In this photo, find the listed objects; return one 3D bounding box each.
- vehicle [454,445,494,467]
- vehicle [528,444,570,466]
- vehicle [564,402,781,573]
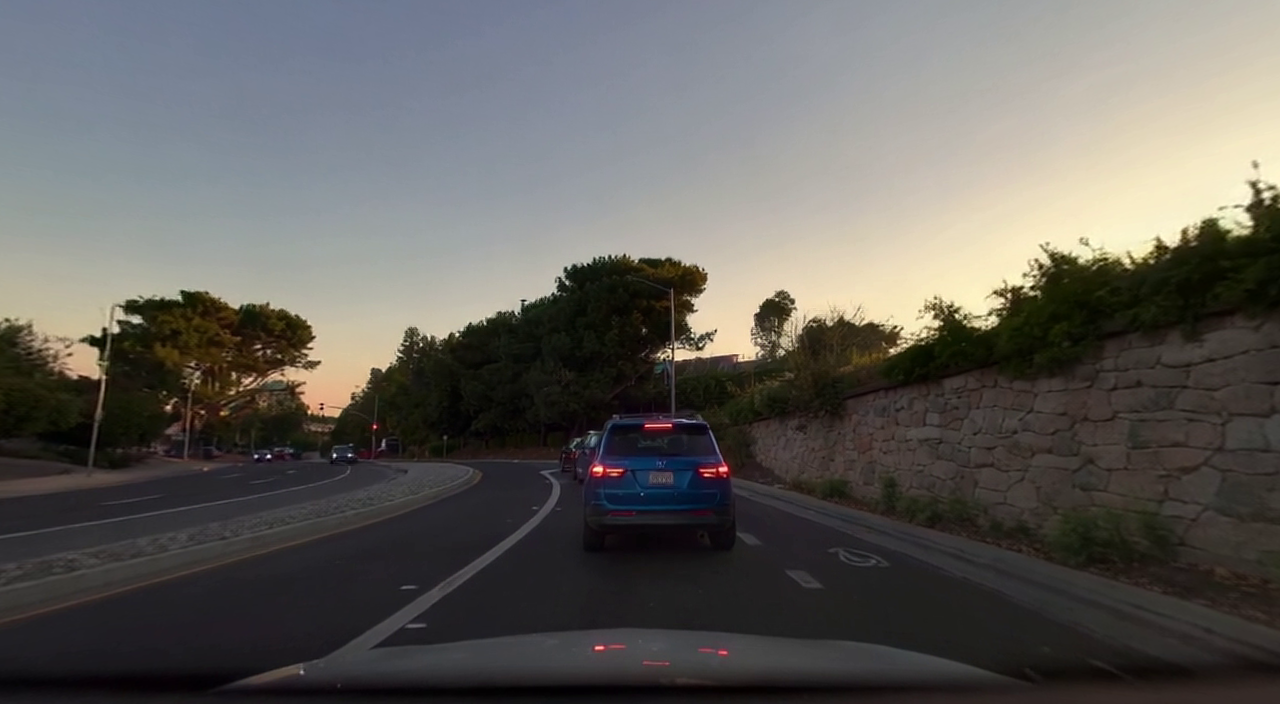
[{"bbox_3d":[-12.282,7.640,46.620,2.023,1.474,4.286,4,-9,-25],"label":"vehicle"},{"bbox_3d":[-6.551,7.313,45.093,1.932,1.488,4.578,3,-9,-21],"label":"vehicle"},{"bbox_3d":[0.189,1.728,8.830,2.287,1.762,4.269,1,-8,-4],"label":"vehicle"}]
